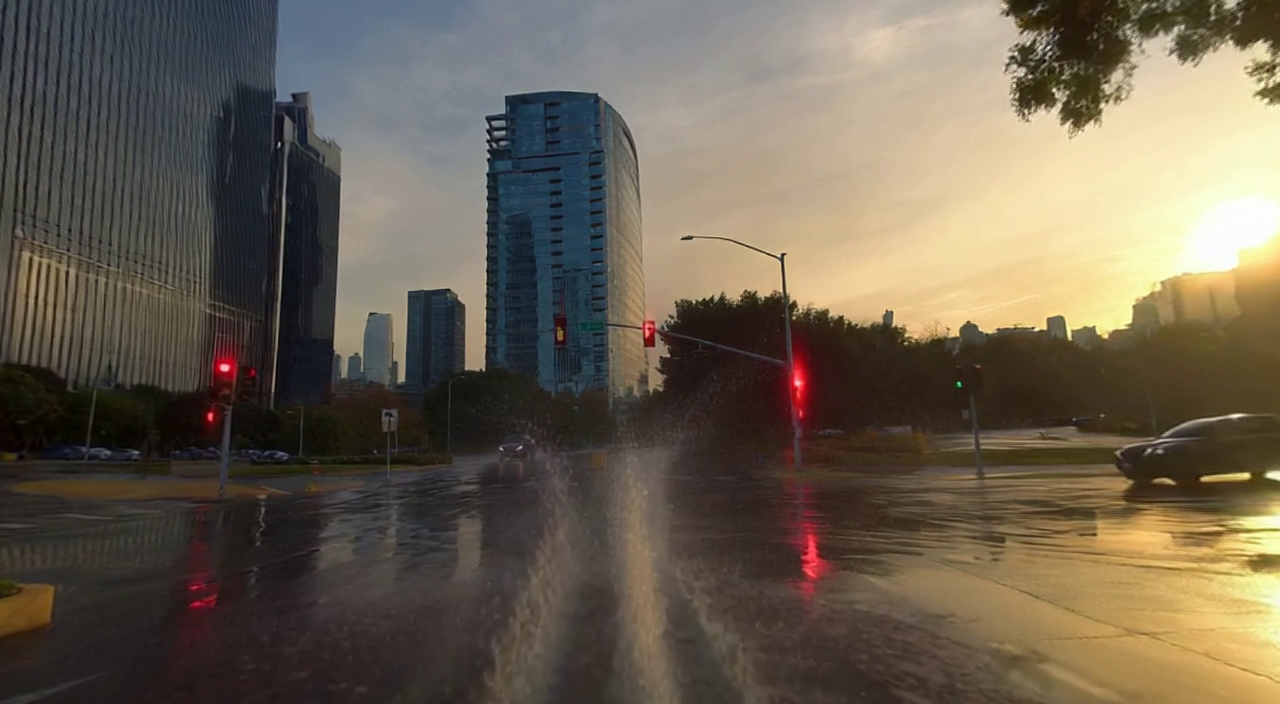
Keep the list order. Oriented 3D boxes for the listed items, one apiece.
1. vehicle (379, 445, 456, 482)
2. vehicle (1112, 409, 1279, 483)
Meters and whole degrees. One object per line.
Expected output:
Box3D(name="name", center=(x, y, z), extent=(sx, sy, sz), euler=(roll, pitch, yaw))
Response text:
Box3D(name="vehicle", center=(-11.682, 5.864, 33.448), extent=(2.069, 1.771, 4.947), euler=(0, -9, 3))
Box3D(name="vehicle", center=(17.279, 2.760, 18.417), extent=(5.315, 2.004, 1.977), euler=(0, -9, -1))
